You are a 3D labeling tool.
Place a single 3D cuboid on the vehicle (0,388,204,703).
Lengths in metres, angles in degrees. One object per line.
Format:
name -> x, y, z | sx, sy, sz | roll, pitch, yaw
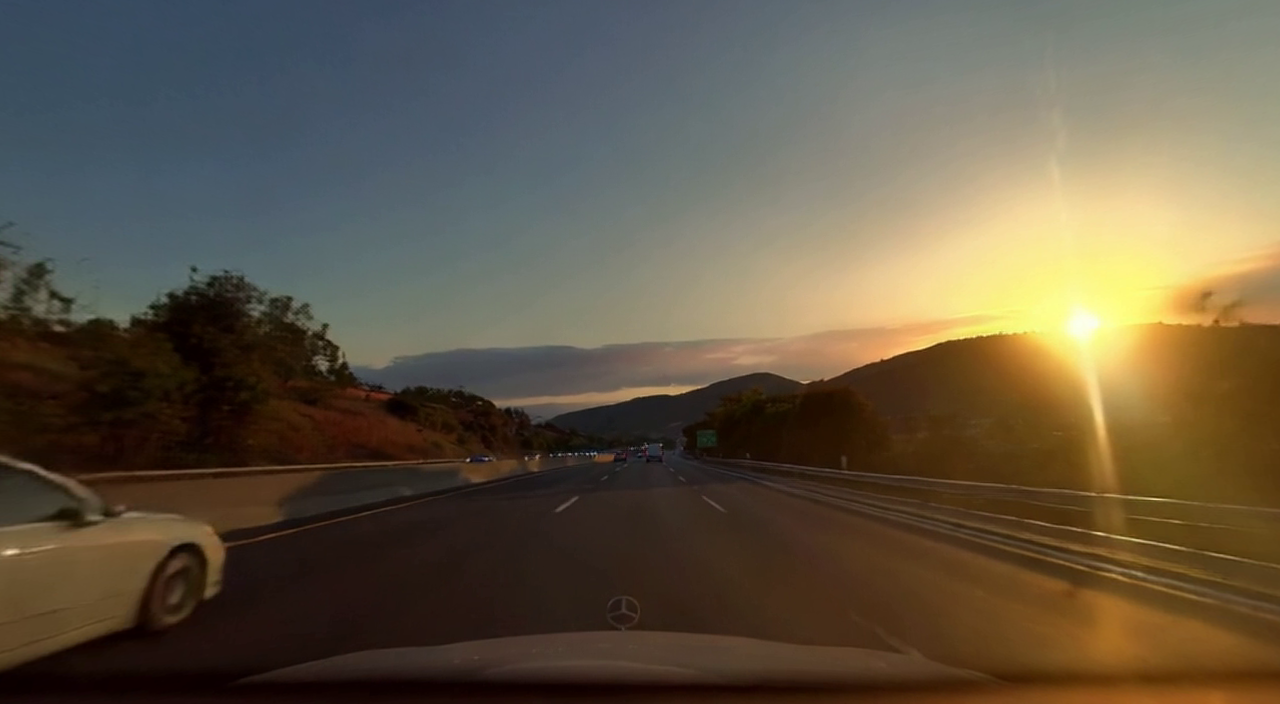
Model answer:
vehicle -> -4.158, 0.881, 2.434 | 2.035, 1.595, 4.022 | 0, -9, 0
